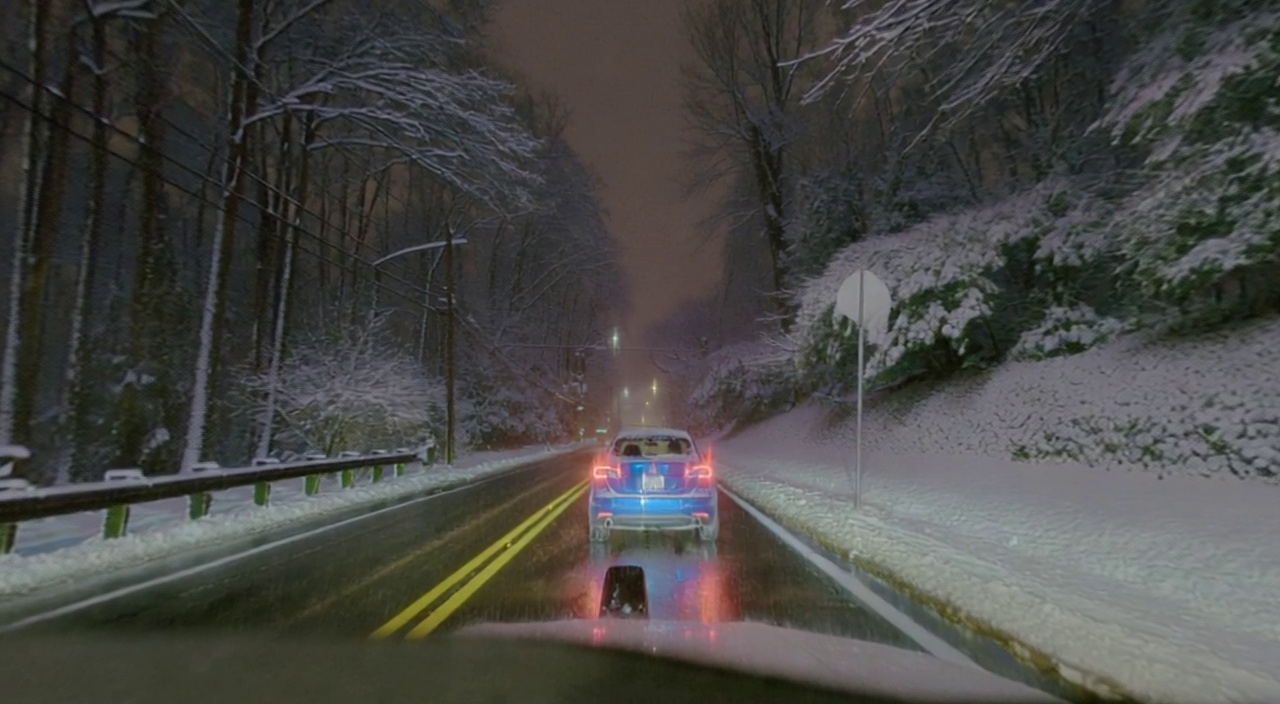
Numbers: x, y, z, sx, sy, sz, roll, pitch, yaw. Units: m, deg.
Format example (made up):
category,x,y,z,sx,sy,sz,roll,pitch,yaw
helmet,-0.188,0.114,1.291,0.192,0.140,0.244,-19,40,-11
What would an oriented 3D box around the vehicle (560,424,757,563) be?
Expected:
category,x,y,z,sx,sy,sz,roll,pitch,yaw
vehicle,0.234,1.853,8.937,2.187,1.533,3.726,0,-8,1
